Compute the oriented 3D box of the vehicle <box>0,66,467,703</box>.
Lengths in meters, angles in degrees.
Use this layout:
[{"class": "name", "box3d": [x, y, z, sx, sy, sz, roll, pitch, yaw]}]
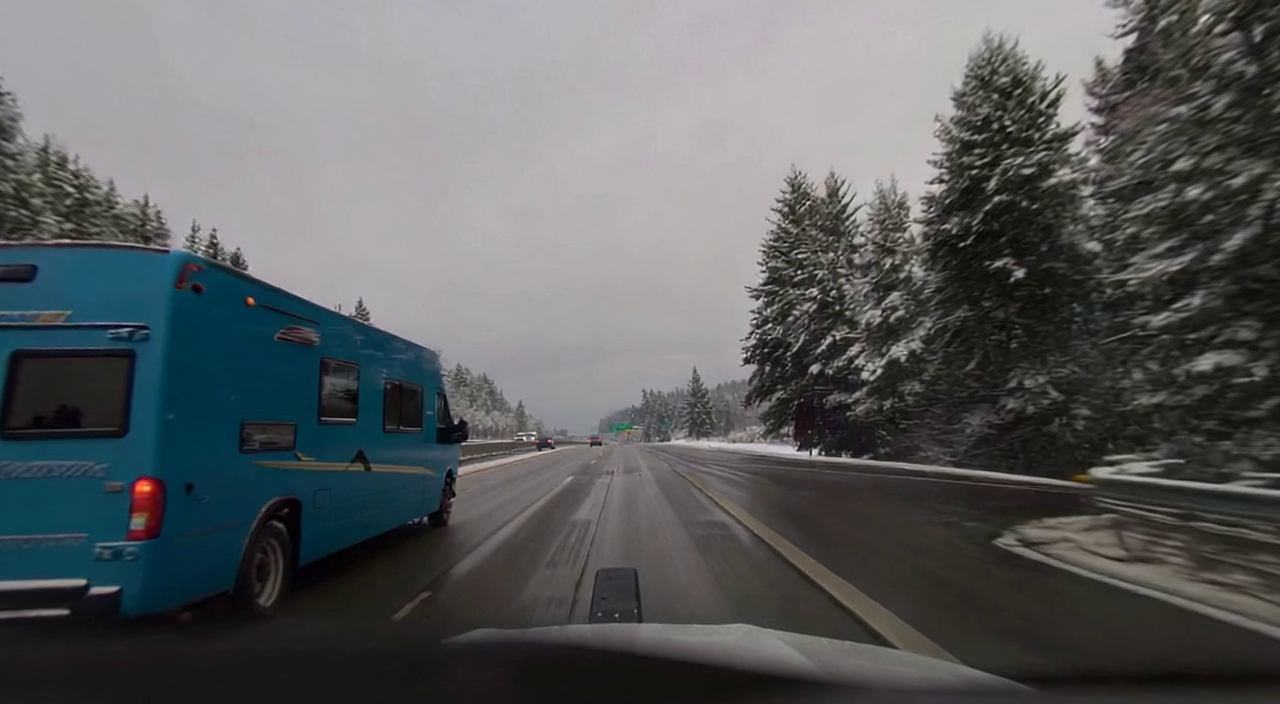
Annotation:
[{"class": "vehicle", "box3d": [-4.022, 0.646, 6.476, 2.676, 3.269, 7.388, 1, -6, -3]}]
